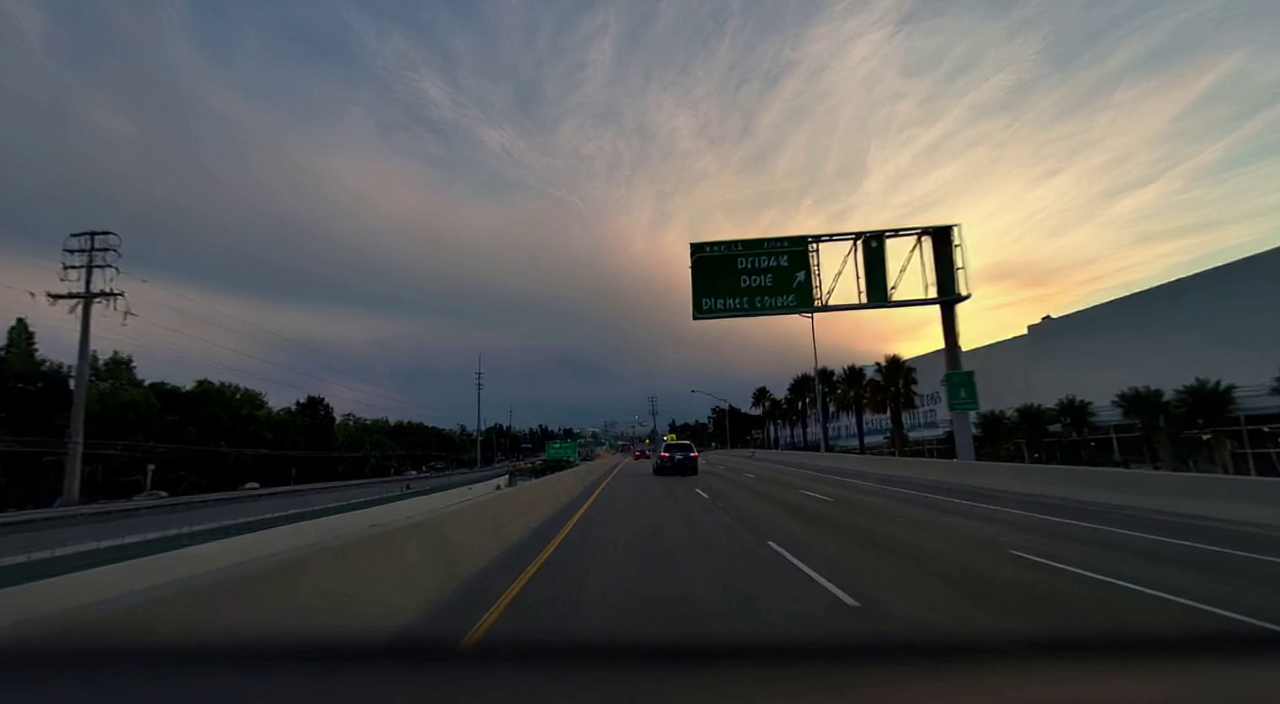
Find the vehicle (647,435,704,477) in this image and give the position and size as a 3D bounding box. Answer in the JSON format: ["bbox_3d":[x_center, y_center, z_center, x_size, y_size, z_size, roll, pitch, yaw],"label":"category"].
[{"bbox_3d":[1.494,4.669,28.328,2.089,1.718,4.193,0,-9,-3],"label":"vehicle"}]
